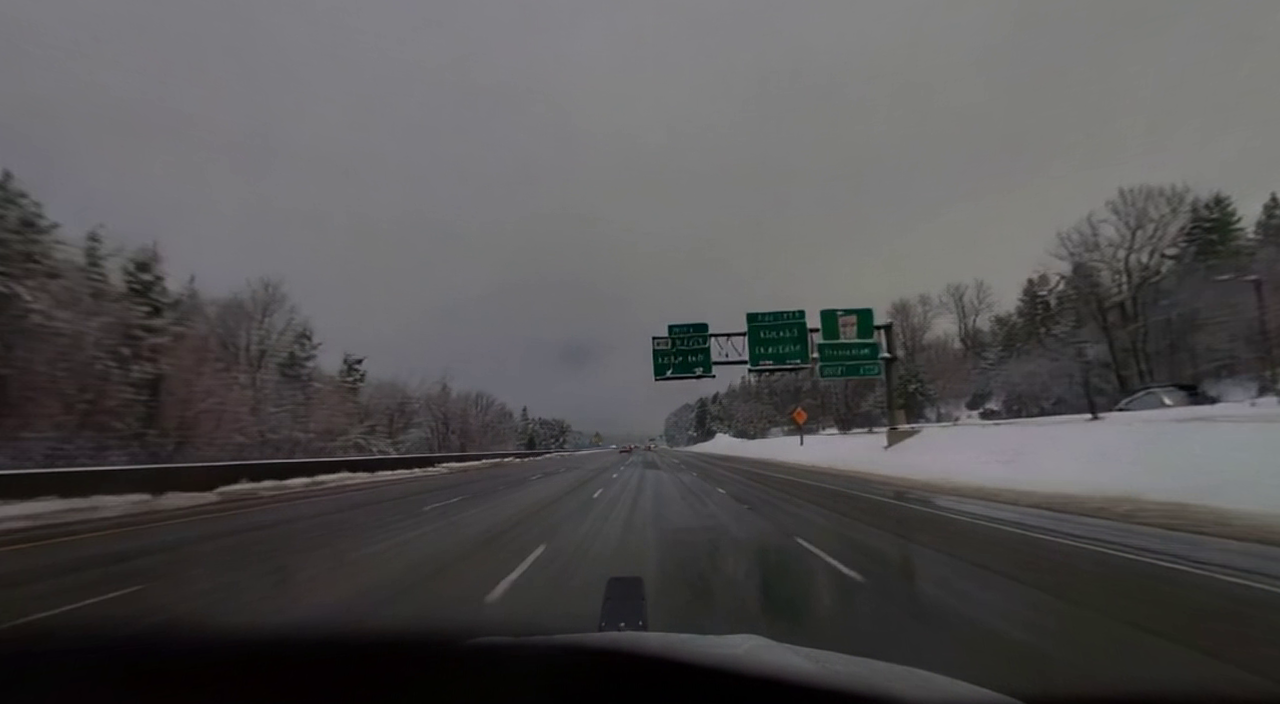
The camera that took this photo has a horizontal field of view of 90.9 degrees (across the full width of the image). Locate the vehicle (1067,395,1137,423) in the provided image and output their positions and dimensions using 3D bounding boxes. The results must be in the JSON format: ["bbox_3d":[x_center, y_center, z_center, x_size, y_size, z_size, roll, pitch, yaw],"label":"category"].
[{"bbox_3d":[29.554,3.667,40.315,4.316,1.597,1.869,5,-10,-30],"label":"vehicle"}]

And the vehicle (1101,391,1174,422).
[{"bbox_3d":[29.334,3.251,37.170,4.190,1.643,1.885,5,-10,-31],"label":"vehicle"}]

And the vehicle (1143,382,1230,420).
[{"bbox_3d":[29.480,2.701,33.958,4.910,1.740,2.006,5,-10,-32],"label":"vehicle"}]
